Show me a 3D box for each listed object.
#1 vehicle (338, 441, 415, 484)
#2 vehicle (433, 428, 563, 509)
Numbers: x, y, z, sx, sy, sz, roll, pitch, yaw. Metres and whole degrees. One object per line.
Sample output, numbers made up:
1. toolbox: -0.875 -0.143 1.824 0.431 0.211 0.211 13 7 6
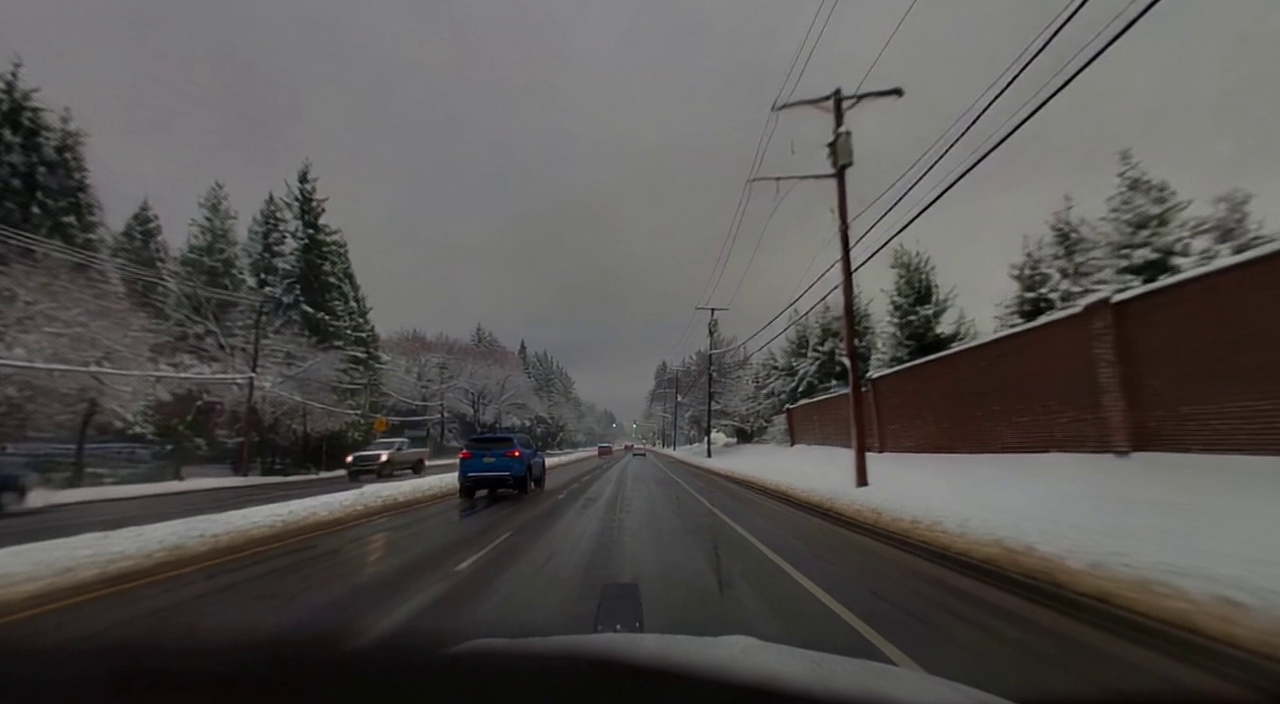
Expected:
1. vehicle: -12.406 5.196 29.962 1.930 1.868 4.063 0 -8 -1
2. vehicle: -3.345 2.838 15.878 2.147 1.730 4.555 0 -8 1
